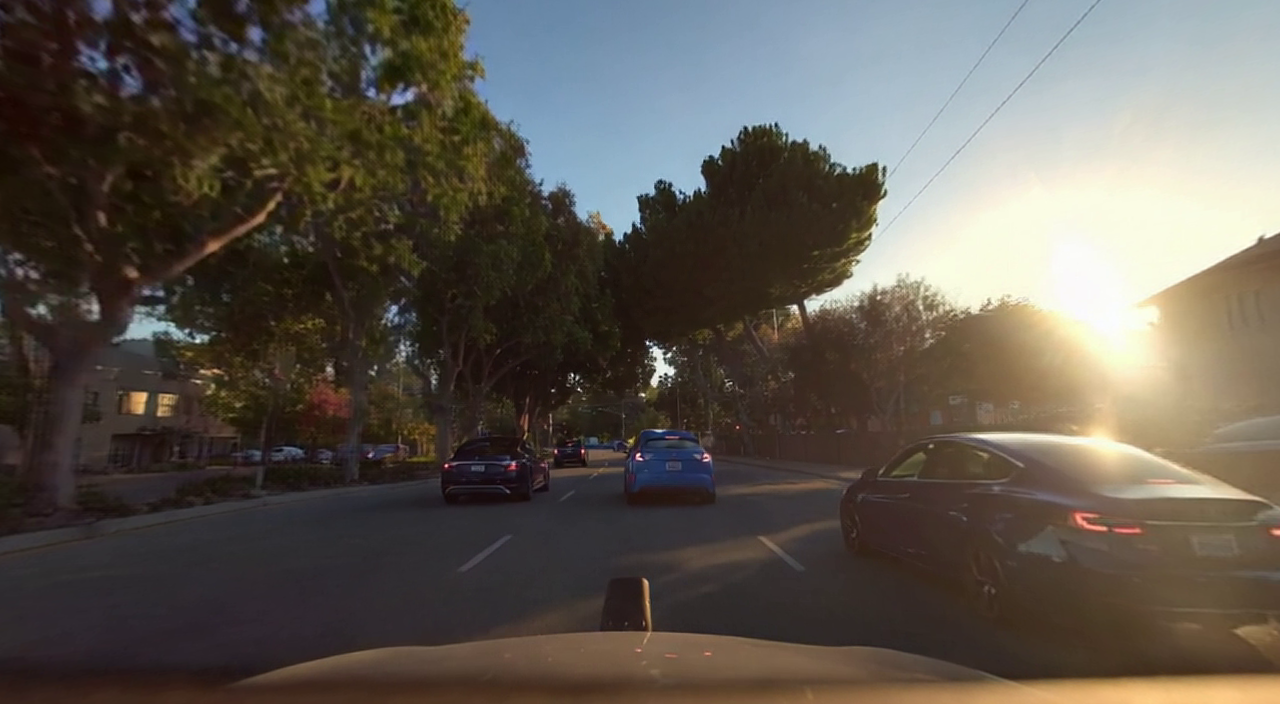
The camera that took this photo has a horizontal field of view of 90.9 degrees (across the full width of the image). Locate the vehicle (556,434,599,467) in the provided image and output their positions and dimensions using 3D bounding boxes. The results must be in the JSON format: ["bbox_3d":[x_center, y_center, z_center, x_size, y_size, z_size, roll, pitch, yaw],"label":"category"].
[{"bbox_3d":[-3.460,5.545,35.704,2.014,1.755,4.360,0,-8,0],"label":"vehicle"}]

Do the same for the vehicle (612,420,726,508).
[{"bbox_3d":[0.526,2.555,14.846,2.280,1.747,4.361,0,-8,-1],"label":"vehicle"}]

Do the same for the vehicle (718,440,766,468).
[{"bbox_3d":[5.752,5.823,36.118,2.010,1.486,4.498,0,-8,0],"label":"vehicle"}]

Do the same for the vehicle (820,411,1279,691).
[{"bbox_3d":[3.399,1.410,5.777,2.017,1.491,4.611,0,-8,-2],"label":"vehicle"}]

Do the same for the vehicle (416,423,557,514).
[{"bbox_3d":[-3.186,2.532,14.213,2.043,1.687,4.676,0,-8,0],"label":"vehicle"}]
